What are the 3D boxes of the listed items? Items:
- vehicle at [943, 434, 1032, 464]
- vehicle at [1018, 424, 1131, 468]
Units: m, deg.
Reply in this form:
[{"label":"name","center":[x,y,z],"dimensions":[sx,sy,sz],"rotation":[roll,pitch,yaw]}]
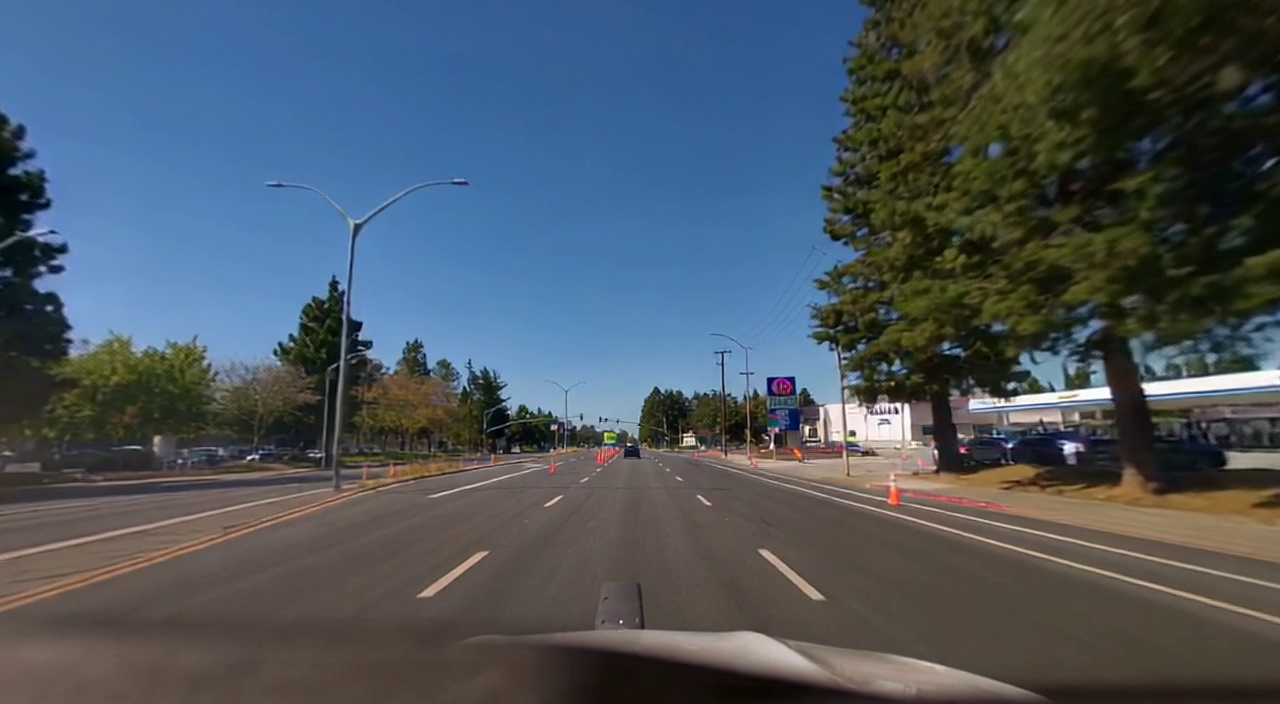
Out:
[{"label":"vehicle","center":[17.926,5.049,32.921],"dimensions":[1.912,1.452,4.796],"rotation":[0,-8,0]},{"label":"vehicle","center":[22.978,4.946,33.740],"dimensions":[2.094,1.937,5.262],"rotation":[-3,-5,-2]}]
